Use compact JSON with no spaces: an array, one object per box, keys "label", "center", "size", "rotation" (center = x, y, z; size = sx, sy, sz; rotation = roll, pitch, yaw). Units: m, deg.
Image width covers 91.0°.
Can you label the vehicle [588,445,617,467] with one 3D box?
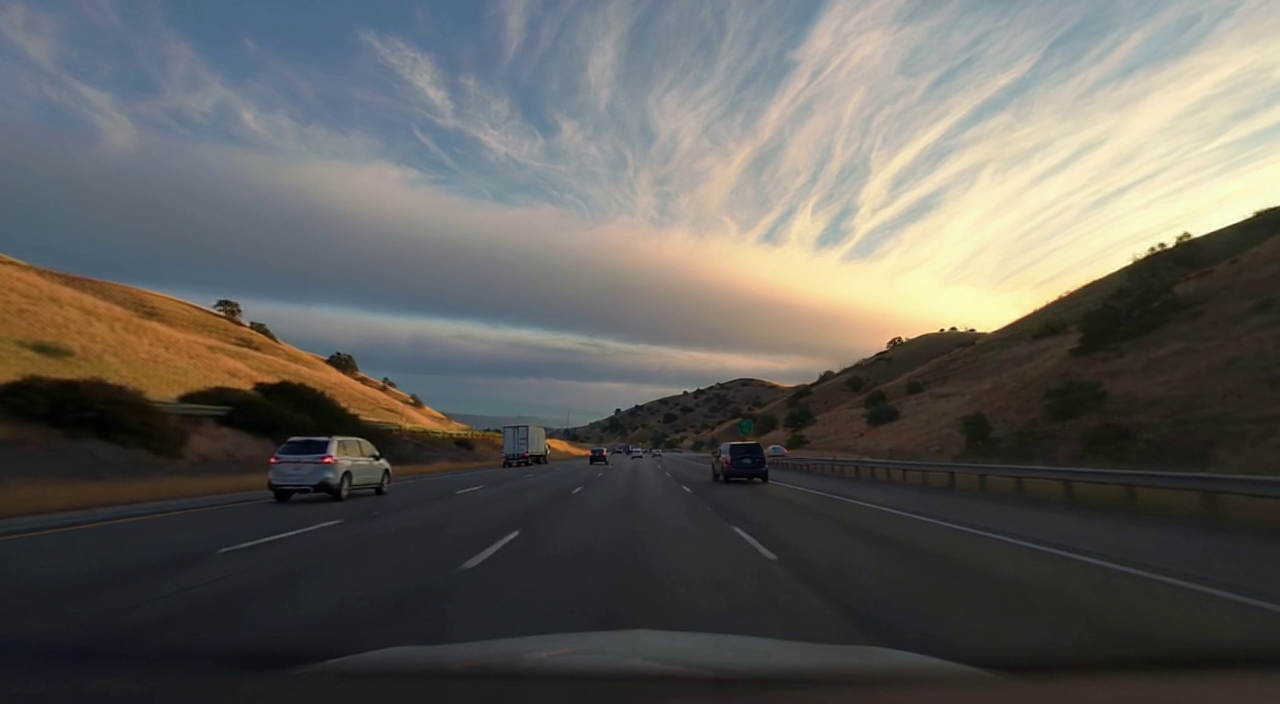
[{"label":"vehicle","center":[-2.850,7.943,48.345],"size":[2.009,1.593,4.378],"rotation":[0,-9,0]}]

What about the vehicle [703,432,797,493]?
[{"label":"vehicle","center":[3.465,3.604,20.851],"size":[2.231,1.789,4.700],"rotation":[0,-9,0]}]

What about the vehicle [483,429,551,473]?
[{"label":"vehicle","center":[-7.627,6.308,40.114],"size":[2.937,2.509,7.090],"rotation":[0,-9,-1]}]

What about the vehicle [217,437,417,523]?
[{"label":"vehicle","center":[-6.787,2.724,14.032],"size":[1.935,1.550,4.883],"rotation":[0,-9,-1]}]
